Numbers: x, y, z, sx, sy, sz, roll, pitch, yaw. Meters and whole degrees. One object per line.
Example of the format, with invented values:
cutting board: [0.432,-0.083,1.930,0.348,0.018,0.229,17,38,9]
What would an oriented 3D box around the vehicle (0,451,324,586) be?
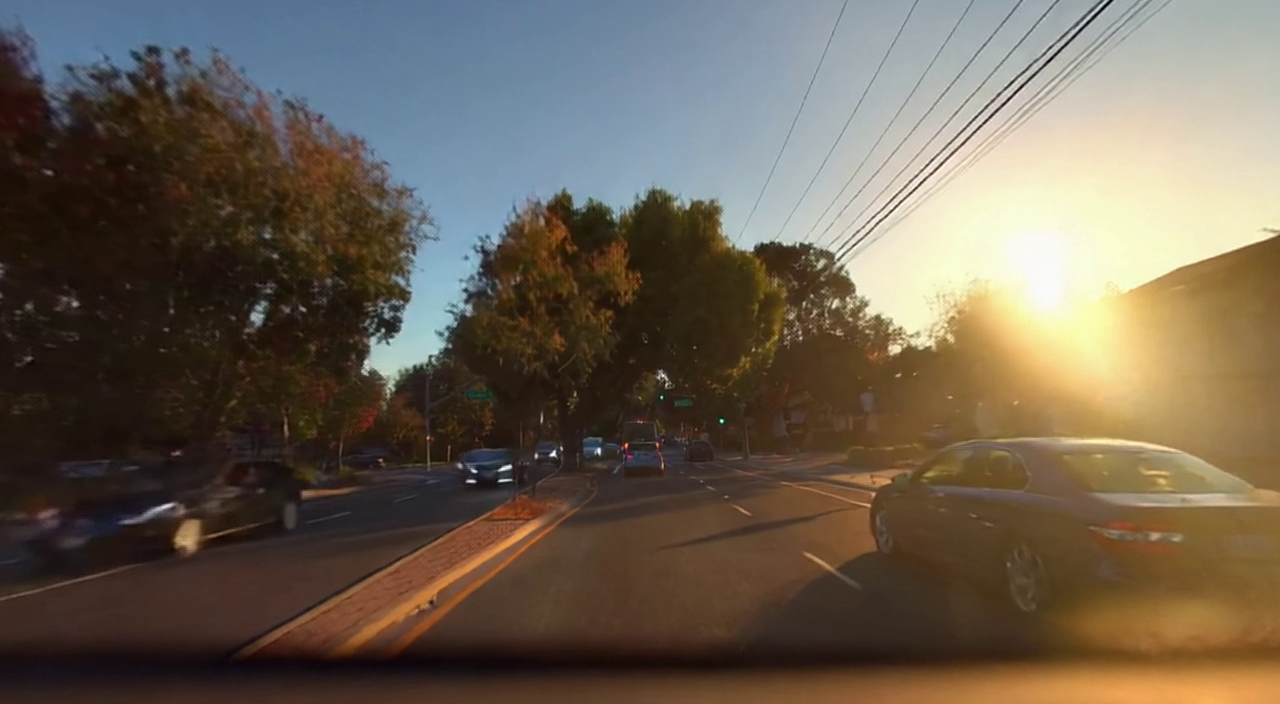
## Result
vehicle: [-6.756,2.269,9.535,2.070,1.454,4.400,0,-8,-6]

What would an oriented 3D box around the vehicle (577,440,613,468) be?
vehicle: [-2.909,6.732,41.917,2.083,1.741,5.530,0,-8,-1]

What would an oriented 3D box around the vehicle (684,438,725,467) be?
vehicle: [4.233,6.707,42.345,2.187,1.847,4.553,0,-8,-1]

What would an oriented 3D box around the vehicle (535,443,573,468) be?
vehicle: [-6.297,7.623,46.799,2.146,1.768,4.664,0,-8,1]

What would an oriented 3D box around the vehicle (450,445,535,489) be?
vehicle: [-5.524,4.381,24.449,2.193,1.502,4.913,0,-8,-1]

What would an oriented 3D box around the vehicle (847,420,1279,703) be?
vehicle: [3.507,1.396,5.378,1.973,1.447,4.402,0,-8,0]

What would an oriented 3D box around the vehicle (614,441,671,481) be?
vehicle: [0.080,4.392,25.780,2.114,1.483,4.207,0,-8,0]
